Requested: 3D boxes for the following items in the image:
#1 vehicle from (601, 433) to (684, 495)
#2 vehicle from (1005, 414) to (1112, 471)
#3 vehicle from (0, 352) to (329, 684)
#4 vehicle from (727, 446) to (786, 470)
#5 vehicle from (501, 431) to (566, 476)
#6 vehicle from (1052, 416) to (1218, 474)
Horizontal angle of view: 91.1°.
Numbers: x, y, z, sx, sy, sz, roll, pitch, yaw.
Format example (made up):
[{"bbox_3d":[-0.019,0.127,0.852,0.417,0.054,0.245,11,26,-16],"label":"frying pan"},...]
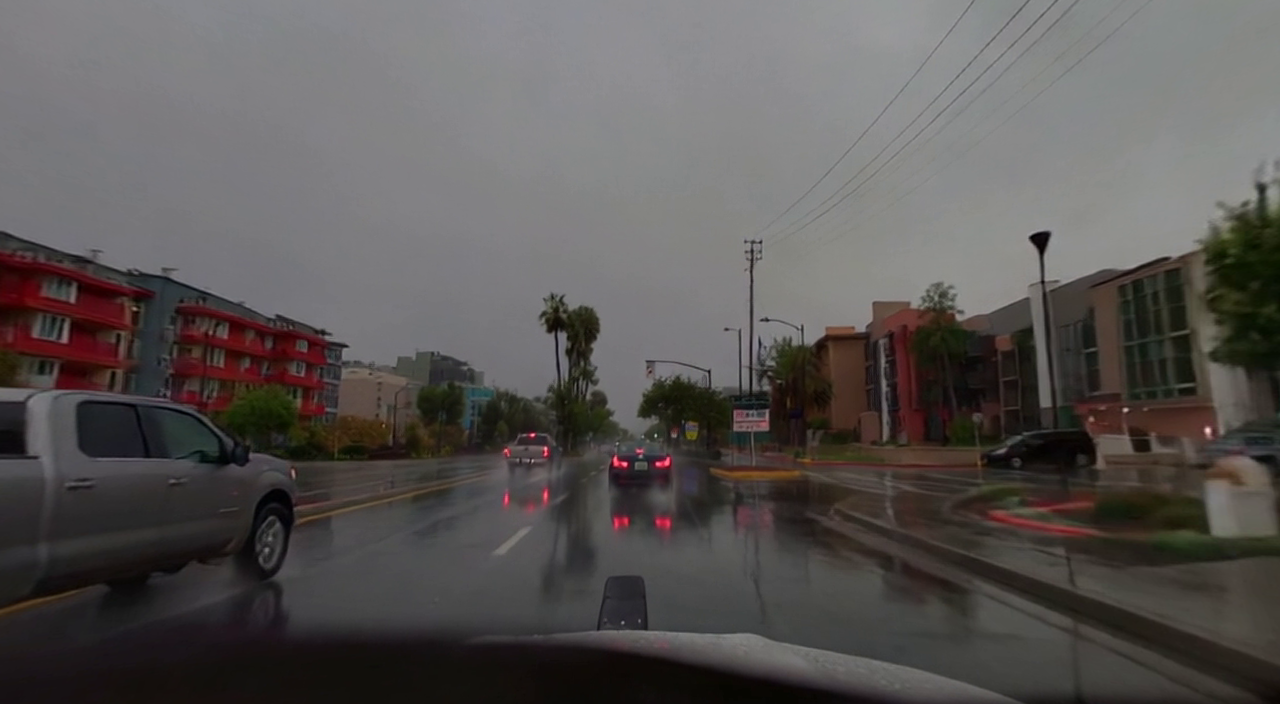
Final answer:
[{"bbox_3d":[-0.002,3.187,18.324,2.122,1.562,4.152,0,-8,-2],"label":"vehicle"},{"bbox_3d":[32.576,7.070,49.068,5.858,4.169,3.001,-1,-9,1],"label":"vehicle"},{"bbox_3d":[-4.813,1.075,4.421,2.187,1.904,6.103,0,-8,-1],"label":"vehicle"},{"bbox_3d":[6.452,5.790,34.388,2.949,1.209,3.070,-2,-8,14],"label":"vehicle"},{"bbox_3d":[-5.304,5.129,32.244,2.447,2.062,5.911,0,-8,-2],"label":"vehicle"},{"bbox_3d":[38.472,7.208,49.082,10.136,4.260,3.014,0,-8,1],"label":"vehicle"}]
